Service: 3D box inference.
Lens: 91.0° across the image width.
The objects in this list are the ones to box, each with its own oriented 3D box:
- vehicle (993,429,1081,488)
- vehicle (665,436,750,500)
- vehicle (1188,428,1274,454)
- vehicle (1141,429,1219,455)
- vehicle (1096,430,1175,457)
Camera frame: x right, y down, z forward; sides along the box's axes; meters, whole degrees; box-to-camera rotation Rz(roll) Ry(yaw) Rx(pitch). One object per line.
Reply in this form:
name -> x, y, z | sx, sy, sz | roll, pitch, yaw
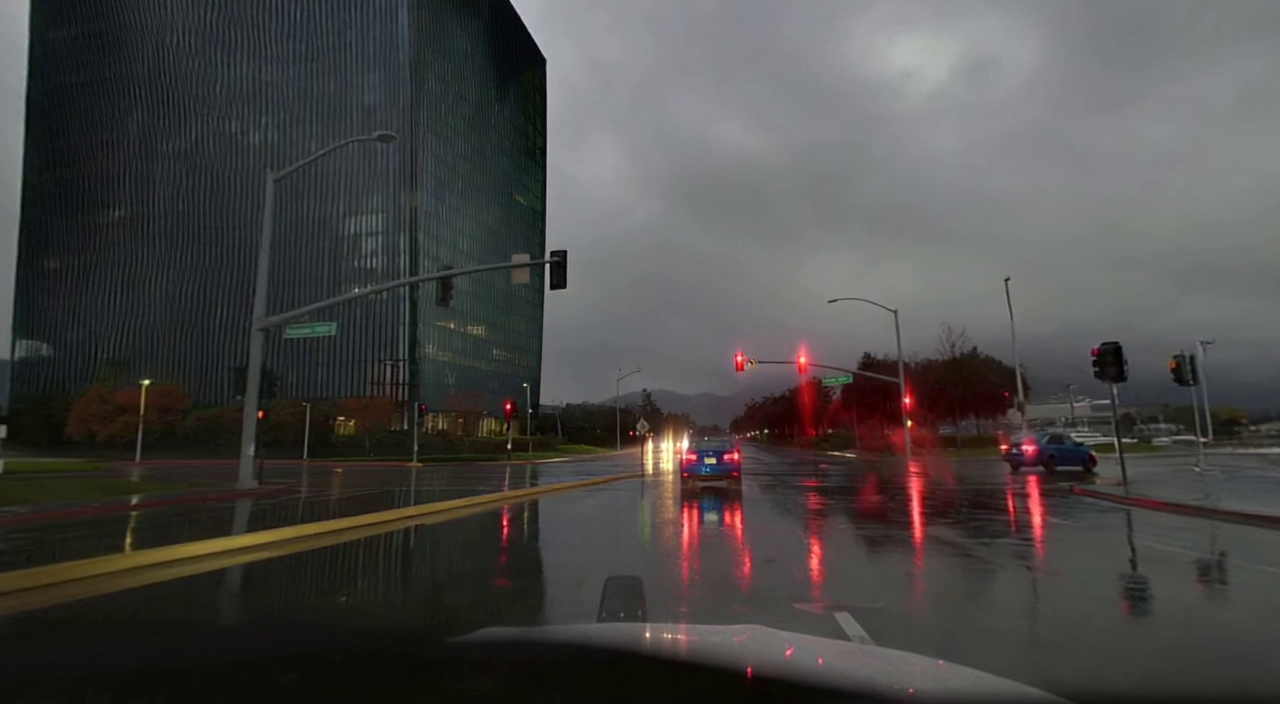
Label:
vehicle -> 13.524, 3.633, 21.751 | 2.174, 1.749, 4.739 | -5, -10, 28
vehicle -> 1.988, 3.126, 17.411 | 2.014, 1.525, 4.197 | -1, -9, 10
vehicle -> 34.835, 5.288, 37.263 | 1.743, 1.472, 3.772 | -1, -9, 9
vehicle -> 32.366, 5.445, 37.885 | 1.816, 1.476, 3.652 | -1, -9, 10
vehicle -> 30.123, 5.611, 38.449 | 1.864, 1.519, 4.317 | -1, -9, 11
